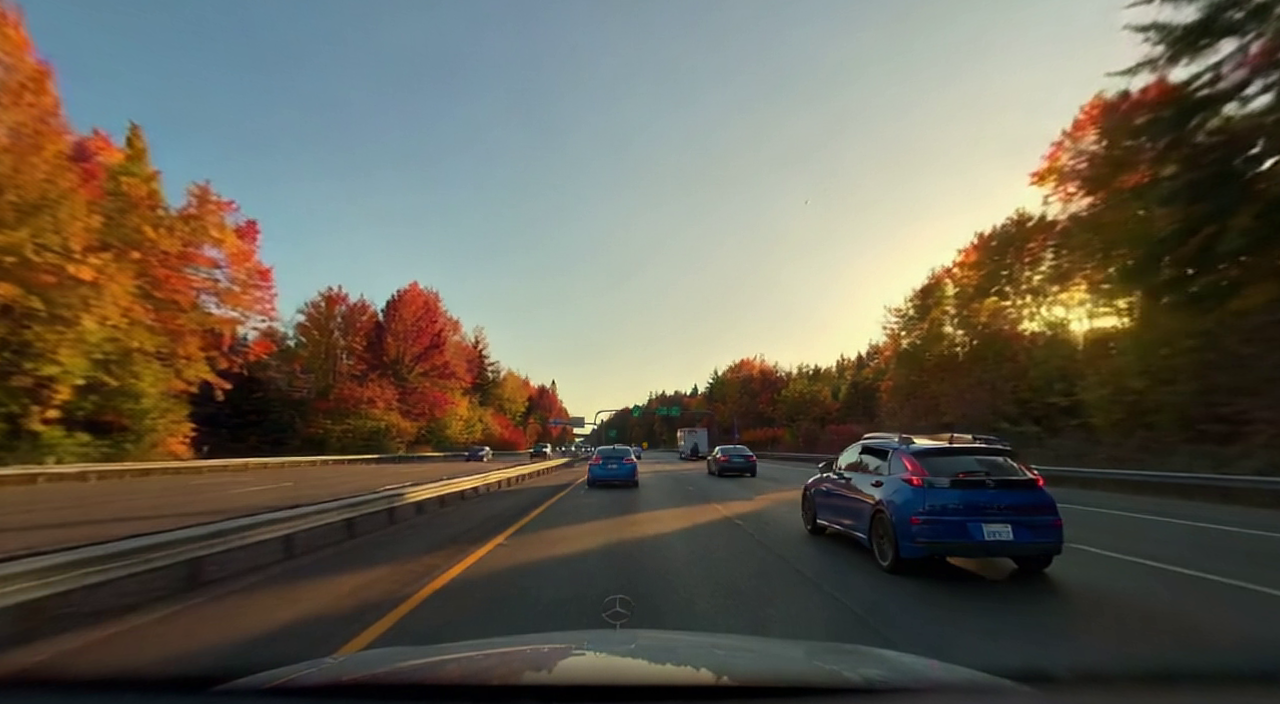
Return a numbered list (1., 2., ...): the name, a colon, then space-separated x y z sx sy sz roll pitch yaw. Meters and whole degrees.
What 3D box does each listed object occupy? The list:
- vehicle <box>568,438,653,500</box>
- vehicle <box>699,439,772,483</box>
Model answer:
1. vehicle: -0.777 3.308 18.121 2.128 1.516 4.410 0 -9 -1
2. vehicle: 3.725 4.387 25.377 2.300 1.595 4.144 -1 -9 0
